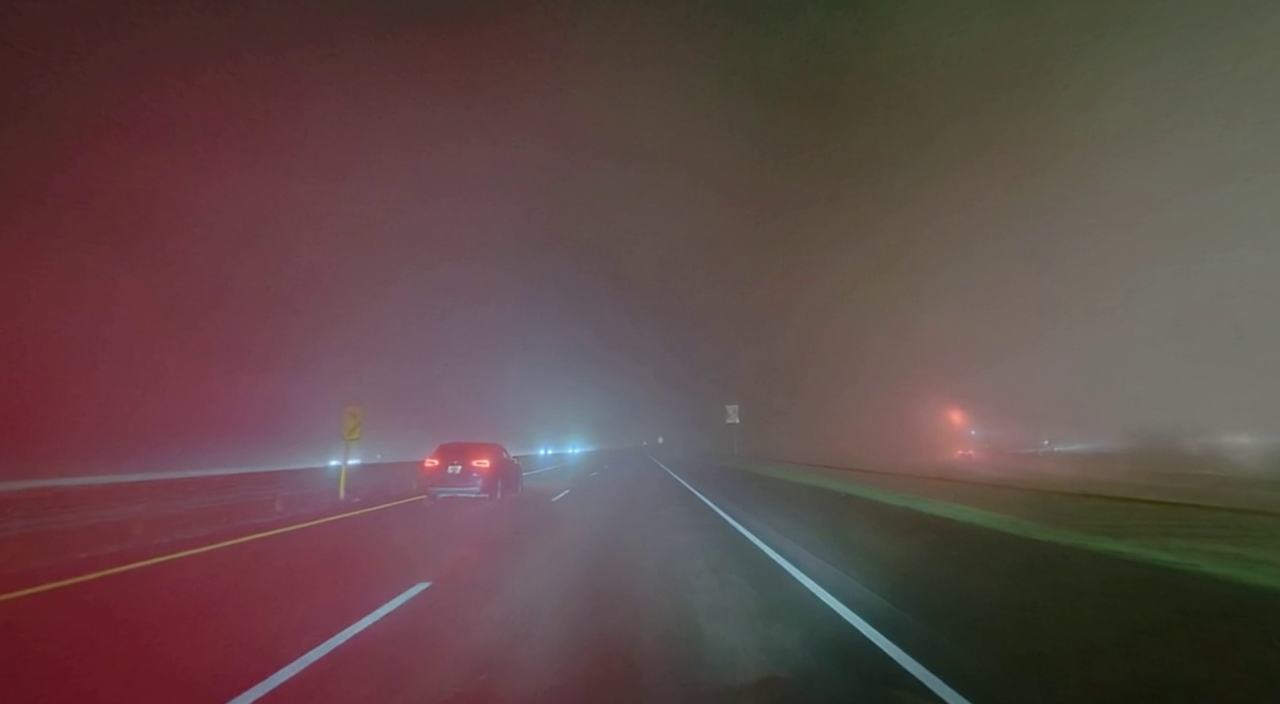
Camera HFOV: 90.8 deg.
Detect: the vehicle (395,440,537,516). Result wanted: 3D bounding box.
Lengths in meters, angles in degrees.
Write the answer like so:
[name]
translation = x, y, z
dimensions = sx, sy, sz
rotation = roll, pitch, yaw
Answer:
[vehicle]
translation = -4.029, 3.010, 15.556
dimensions = 2.118, 1.562, 4.541
rotation = 0, -9, 1
